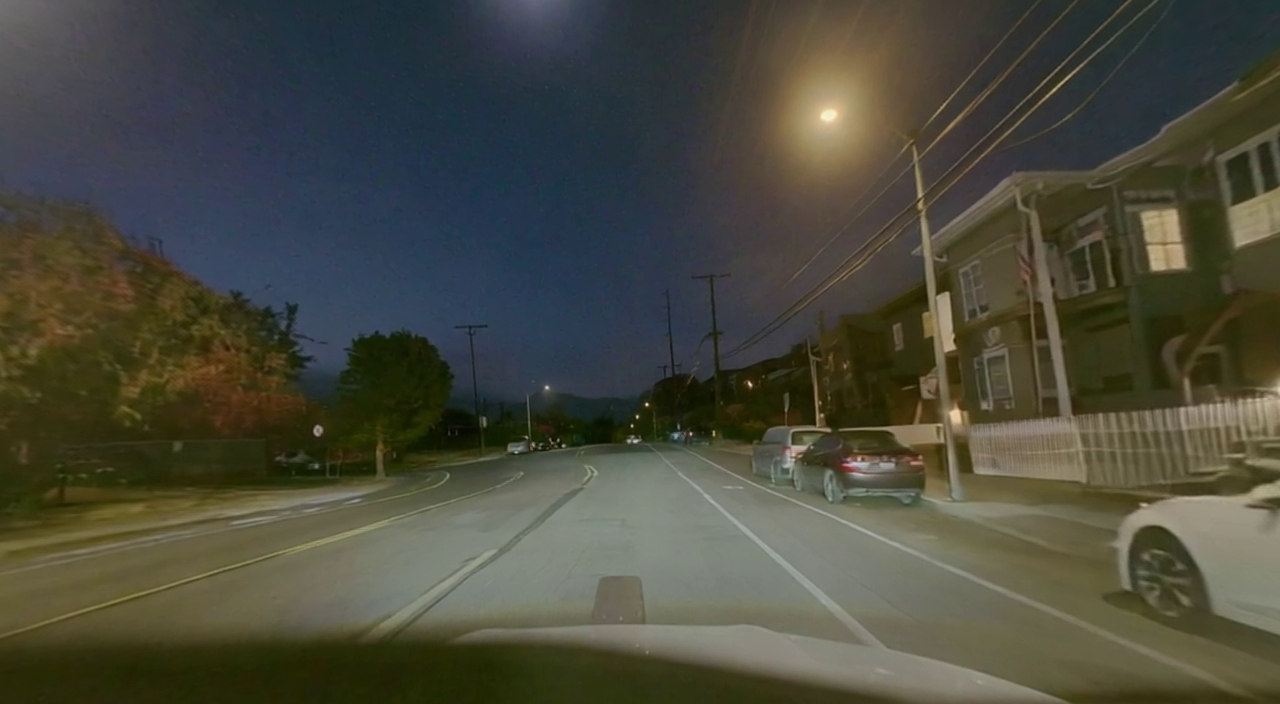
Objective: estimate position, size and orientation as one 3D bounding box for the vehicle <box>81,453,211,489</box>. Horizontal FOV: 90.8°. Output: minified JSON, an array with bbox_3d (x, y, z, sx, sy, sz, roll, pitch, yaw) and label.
[{"bbox_3d":[-23.369,5.582,30.022,4.621,1.484,1.827,8,-11,-42],"label":"vehicle"}]

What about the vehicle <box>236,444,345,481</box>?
[{"bbox_3d":[-18.888,5.915,34.286,4.676,1.846,1.967,8,-12,-44],"label":"vehicle"}]

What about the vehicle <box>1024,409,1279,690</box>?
[{"bbox_3d":[4.525,1.040,3.160,2.001,1.532,5.029,0,-8,-1],"label":"vehicle"}]

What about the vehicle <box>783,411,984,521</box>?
[{"bbox_3d":[4.511,2.200,12.725,1.980,1.773,4.853,0,-8,-2],"label":"vehicle"}]
